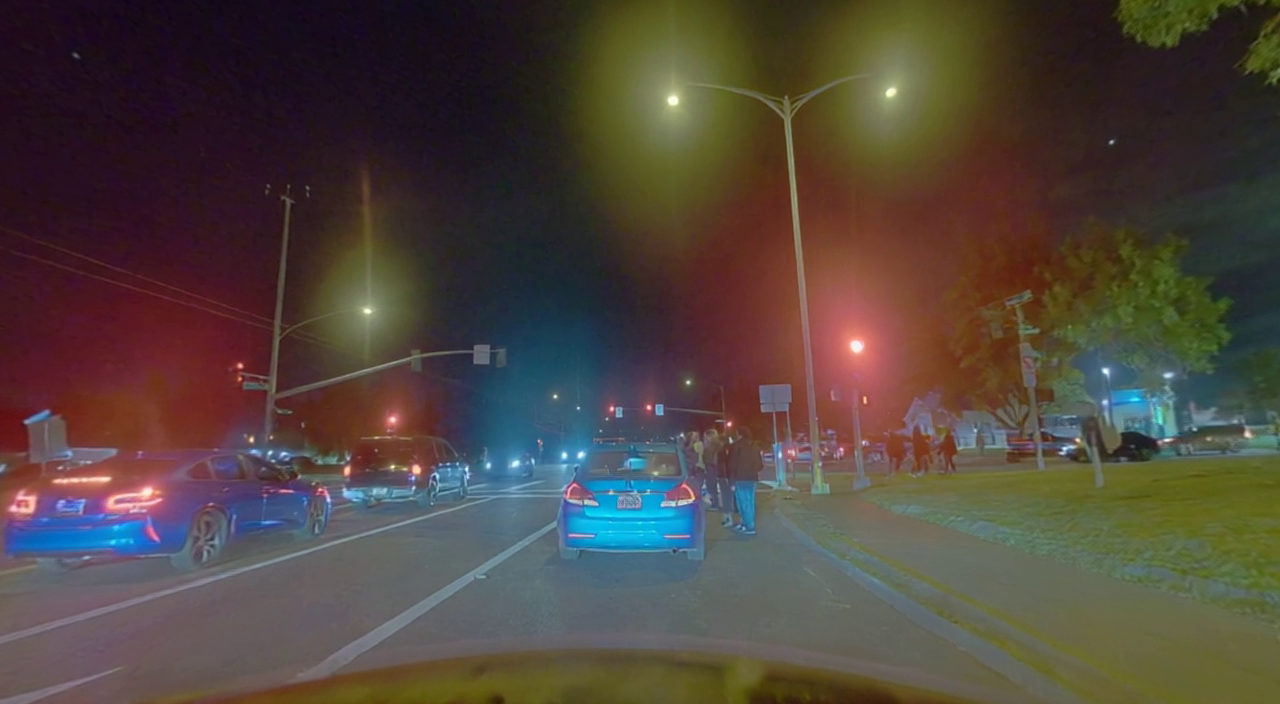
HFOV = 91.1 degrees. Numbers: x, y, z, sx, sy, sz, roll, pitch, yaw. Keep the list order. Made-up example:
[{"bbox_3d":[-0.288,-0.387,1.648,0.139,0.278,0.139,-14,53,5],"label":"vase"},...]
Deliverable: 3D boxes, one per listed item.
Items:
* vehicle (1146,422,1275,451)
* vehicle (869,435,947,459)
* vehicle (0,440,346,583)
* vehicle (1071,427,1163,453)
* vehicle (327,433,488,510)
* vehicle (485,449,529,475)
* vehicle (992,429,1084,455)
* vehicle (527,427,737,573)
[{"bbox_3d":[30.520,4.600,33.803,4.739,1.472,1.804,-5,-10,30],"label":"vehicle"},{"bbox_3d":[17.518,6.217,41.146,4.441,1.452,1.798,-5,-10,30],"label":"vehicle"},{"bbox_3d":[-6.330,2.057,9.031,1.948,1.530,4.283,0,-9,3],"label":"vehicle"},{"bbox_3d":[29.092,5.415,38.465,4.179,1.527,1.811,-5,-10,29],"label":"vehicle"},{"bbox_3d":[-6.146,3.215,17.466,2.230,1.811,5.183,-1,-9,3],"label":"vehicle"},{"bbox_3d":[-8.435,7.019,40.170,1.823,1.543,3.944,0,-9,2],"label":"vehicle"},{"bbox_3d":[23.812,5.437,37.746,4.454,1.440,1.816,-5,-10,30],"label":"vehicle"},{"bbox_3d":[-0.058,1.861,8.686,2.182,1.501,4.150,0,-9,1],"label":"vehicle"}]
